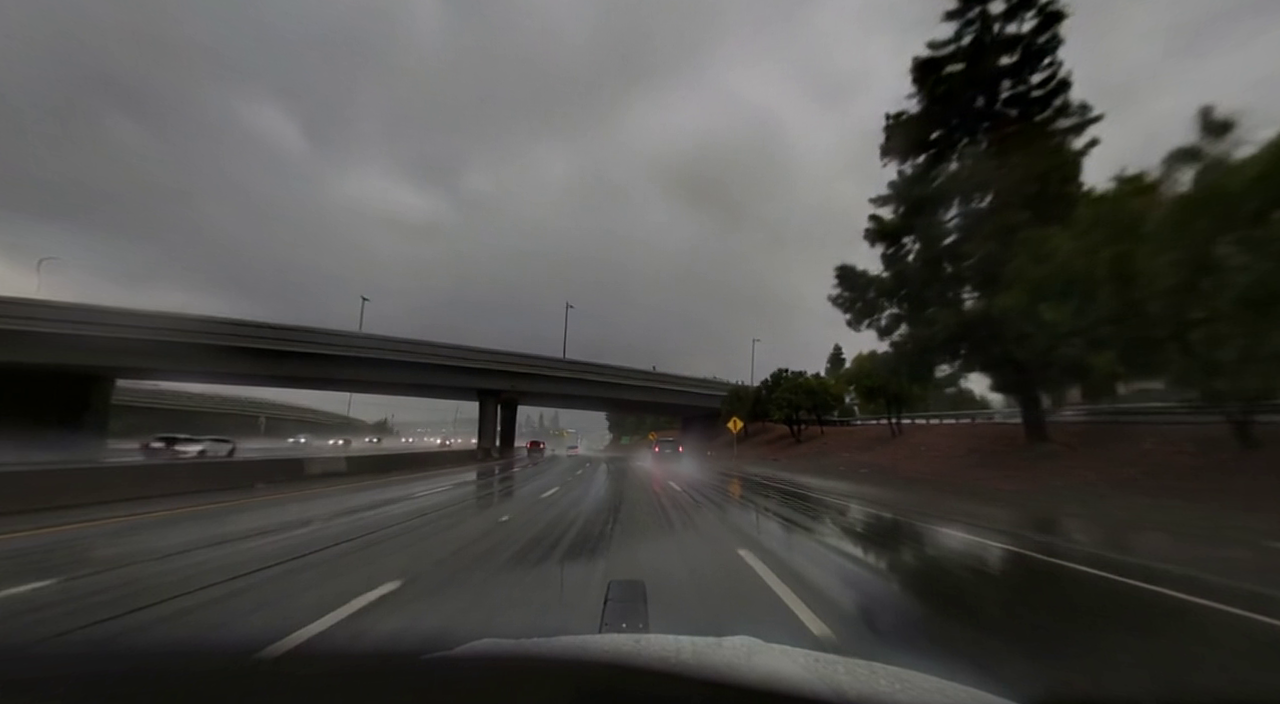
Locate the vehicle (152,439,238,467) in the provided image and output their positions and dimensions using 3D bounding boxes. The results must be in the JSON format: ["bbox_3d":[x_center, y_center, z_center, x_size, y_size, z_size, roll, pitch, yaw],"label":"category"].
[{"bbox_3d":[-27.104,6.134,38.651,2.030,1.578,4.712,0,-8,-3],"label":"vehicle"}]

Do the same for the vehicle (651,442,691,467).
[{"bbox_3d":[1.962,6.761,41.799,2.059,1.509,4.670,0,-8,-4],"label":"vehicle"}]
